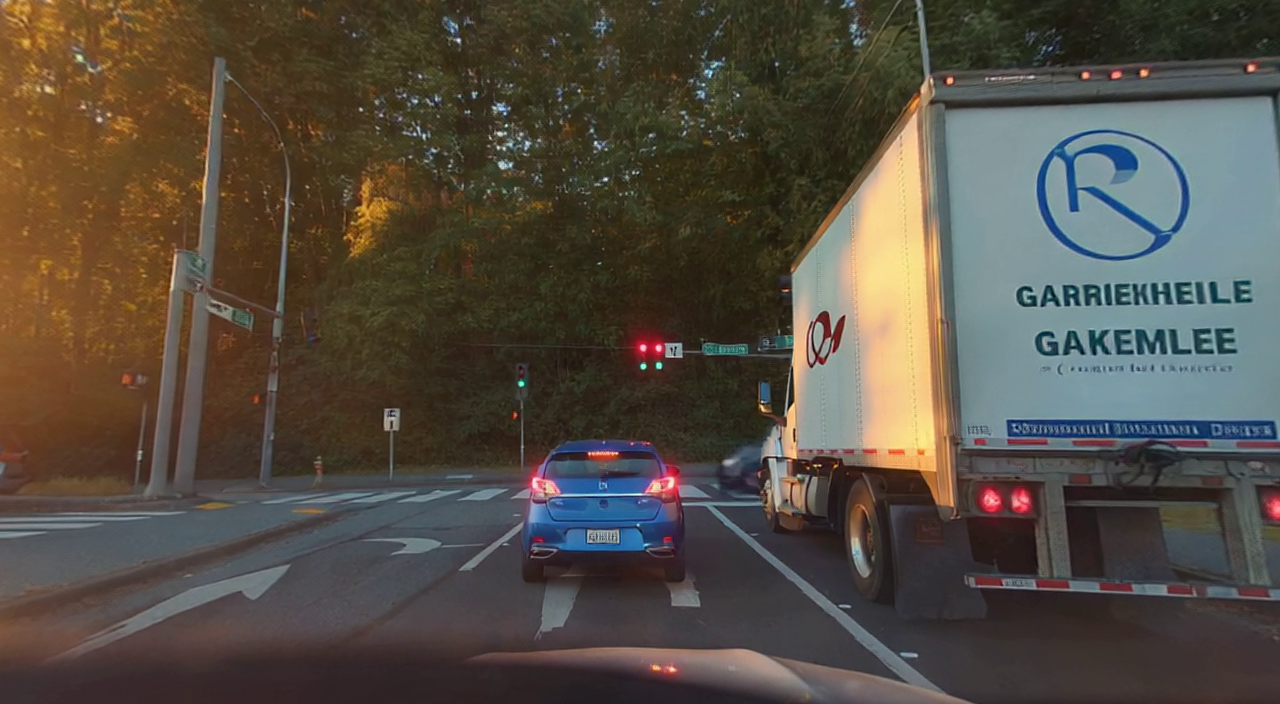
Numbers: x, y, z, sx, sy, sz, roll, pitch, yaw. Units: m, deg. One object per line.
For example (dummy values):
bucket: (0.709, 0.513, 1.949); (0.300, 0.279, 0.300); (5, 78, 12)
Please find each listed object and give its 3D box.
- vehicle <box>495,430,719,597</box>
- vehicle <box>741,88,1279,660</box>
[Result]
vehicle: (-0.323, 1.708, 7.425); (1.975, 1.457, 3.526); (0, -9, -1)
vehicle: (3.563, 0.770, 8.955); (2.884, 3.753, 9.763); (0, -9, 2)
